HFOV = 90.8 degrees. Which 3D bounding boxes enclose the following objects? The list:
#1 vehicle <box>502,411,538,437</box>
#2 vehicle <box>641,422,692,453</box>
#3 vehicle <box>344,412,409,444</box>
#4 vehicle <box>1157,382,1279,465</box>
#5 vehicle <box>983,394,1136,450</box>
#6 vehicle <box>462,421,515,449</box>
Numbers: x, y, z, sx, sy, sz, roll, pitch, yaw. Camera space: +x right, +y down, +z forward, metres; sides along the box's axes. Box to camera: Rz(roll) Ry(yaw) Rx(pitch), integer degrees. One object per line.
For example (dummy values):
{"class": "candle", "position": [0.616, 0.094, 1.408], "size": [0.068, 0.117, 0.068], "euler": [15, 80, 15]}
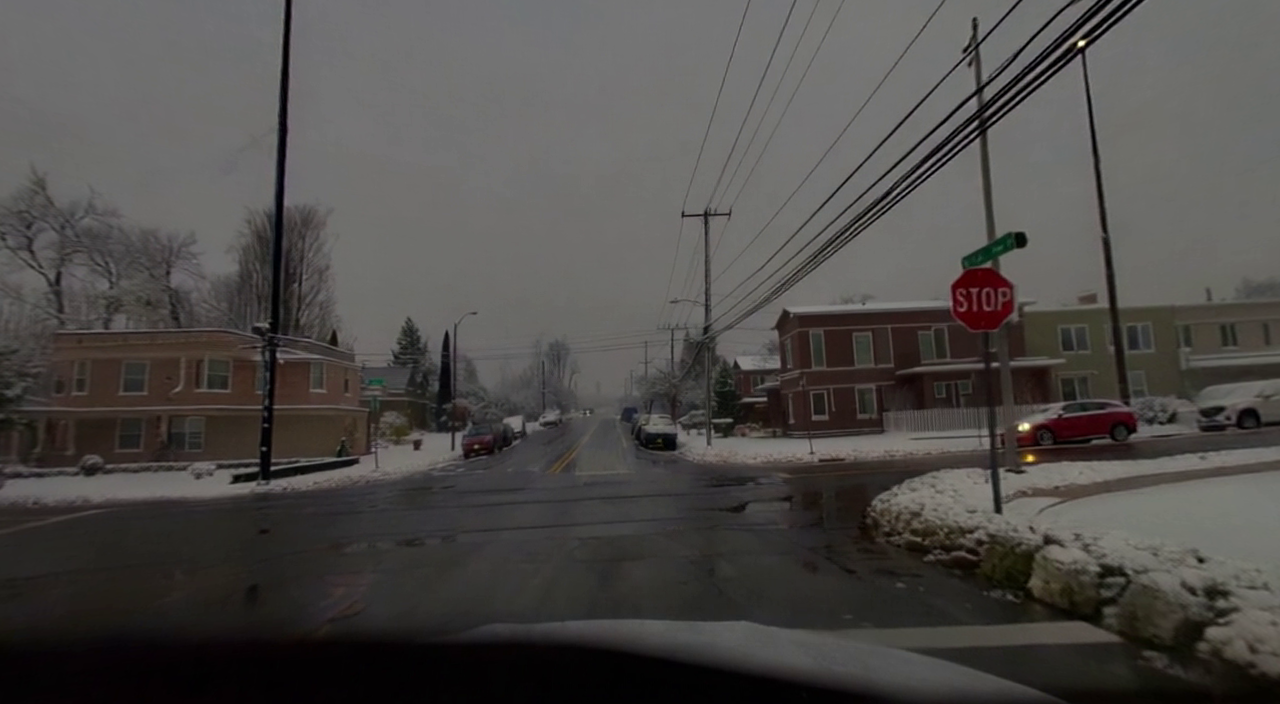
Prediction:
{"class": "vehicle", "position": [-9.294, 5.669, 49.355], "size": [2.104, 1.898, 4.396], "euler": [0, -8, -3]}
{"class": "vehicle", "position": [1.308, 4.508, 33.061], "size": [2.120, 1.487, 4.360], "euler": [0, -8, -5]}
{"class": "vehicle", "position": [-14.810, 4.370, 35.861], "size": [1.992, 1.678, 4.658], "euler": [0, -8, -5]}
{"class": "vehicle", "position": [15.465, 1.769, 15.338], "size": [4.389, 1.818, 2.062], "euler": [2, -9, -12]}
{"class": "vehicle", "position": [16.923, 2.879, 25.588], "size": [4.985, 2.088, 2.141], "euler": [2, -9, -13]}
{"class": "vehicle", "position": [-8.778, 4.920, 37.110], "size": [2.065, 1.553, 4.636], "euler": [0, -8, -1]}
